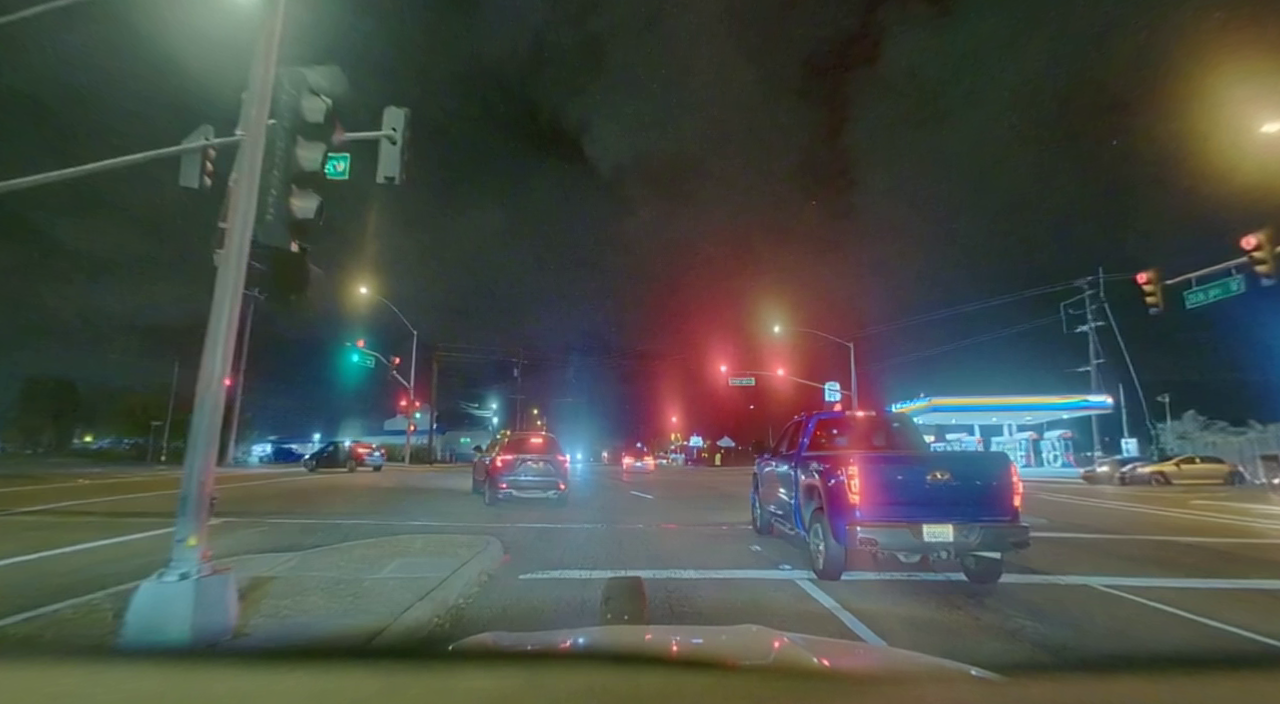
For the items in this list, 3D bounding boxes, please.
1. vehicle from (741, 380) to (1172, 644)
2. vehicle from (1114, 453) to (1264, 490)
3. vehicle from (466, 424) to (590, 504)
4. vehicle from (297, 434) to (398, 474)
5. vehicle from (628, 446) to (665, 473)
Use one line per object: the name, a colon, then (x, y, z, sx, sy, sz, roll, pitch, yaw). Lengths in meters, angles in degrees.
vehicle: (2.622, 1.486, 7.046, 2.036, 1.818, 5.192, 0, -8, -1)
vehicle: (22.912, 4.977, 26.427, 4.426, 1.455, 1.980, 0, -8, -1)
vehicle: (-3.232, 2.978, 17.270, 2.141, 1.842, 4.889, 4, -9, -24)
vehicle: (-13.885, 4.810, 29.871, 4.498, 1.725, 1.921, -5, -10, 28)
vehicle: (0.370, 7.380, 43.454, 1.977, 1.726, 4.721, 1, -8, -7)
